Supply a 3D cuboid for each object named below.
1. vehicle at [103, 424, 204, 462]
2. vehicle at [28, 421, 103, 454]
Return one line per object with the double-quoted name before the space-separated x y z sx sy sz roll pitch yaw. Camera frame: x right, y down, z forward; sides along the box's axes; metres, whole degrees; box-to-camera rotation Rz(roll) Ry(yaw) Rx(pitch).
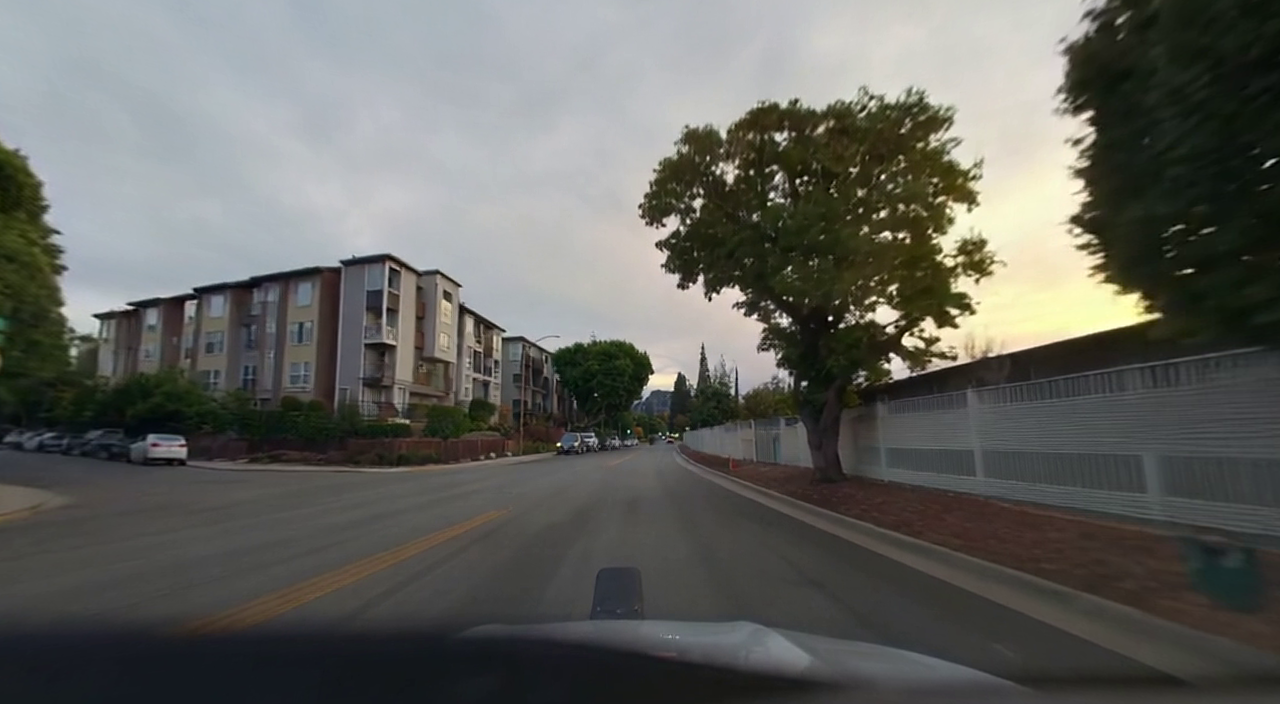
"vehicle" -24.798 4.650 32.178 5.078 1.794 2.210 -5 -10 30
"vehicle" -34.778 5.211 38.221 4.503 1.838 2.069 -5 -10 32
